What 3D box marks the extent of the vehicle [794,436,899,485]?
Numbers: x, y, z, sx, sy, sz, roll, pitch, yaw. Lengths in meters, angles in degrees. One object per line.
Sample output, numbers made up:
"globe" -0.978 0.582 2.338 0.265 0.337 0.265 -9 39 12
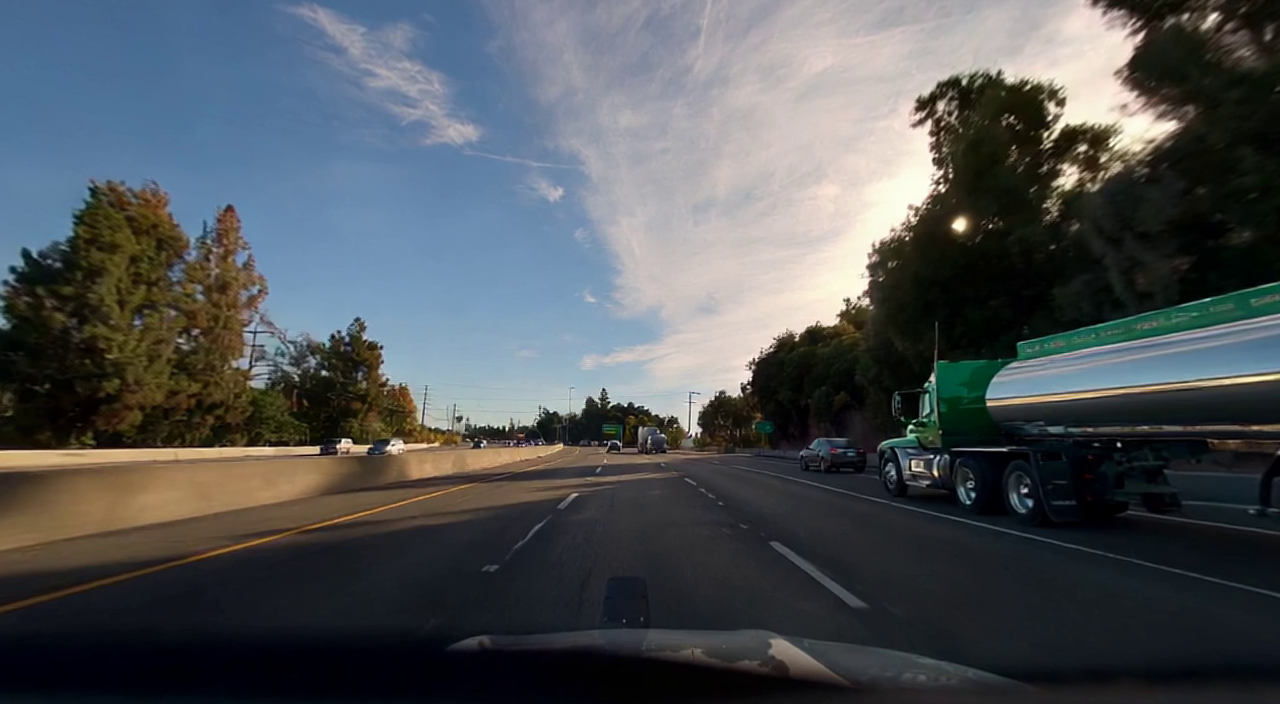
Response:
"vehicle" 6.883 3.658 21.601 1.905 1.480 4.624 0 -8 -2
